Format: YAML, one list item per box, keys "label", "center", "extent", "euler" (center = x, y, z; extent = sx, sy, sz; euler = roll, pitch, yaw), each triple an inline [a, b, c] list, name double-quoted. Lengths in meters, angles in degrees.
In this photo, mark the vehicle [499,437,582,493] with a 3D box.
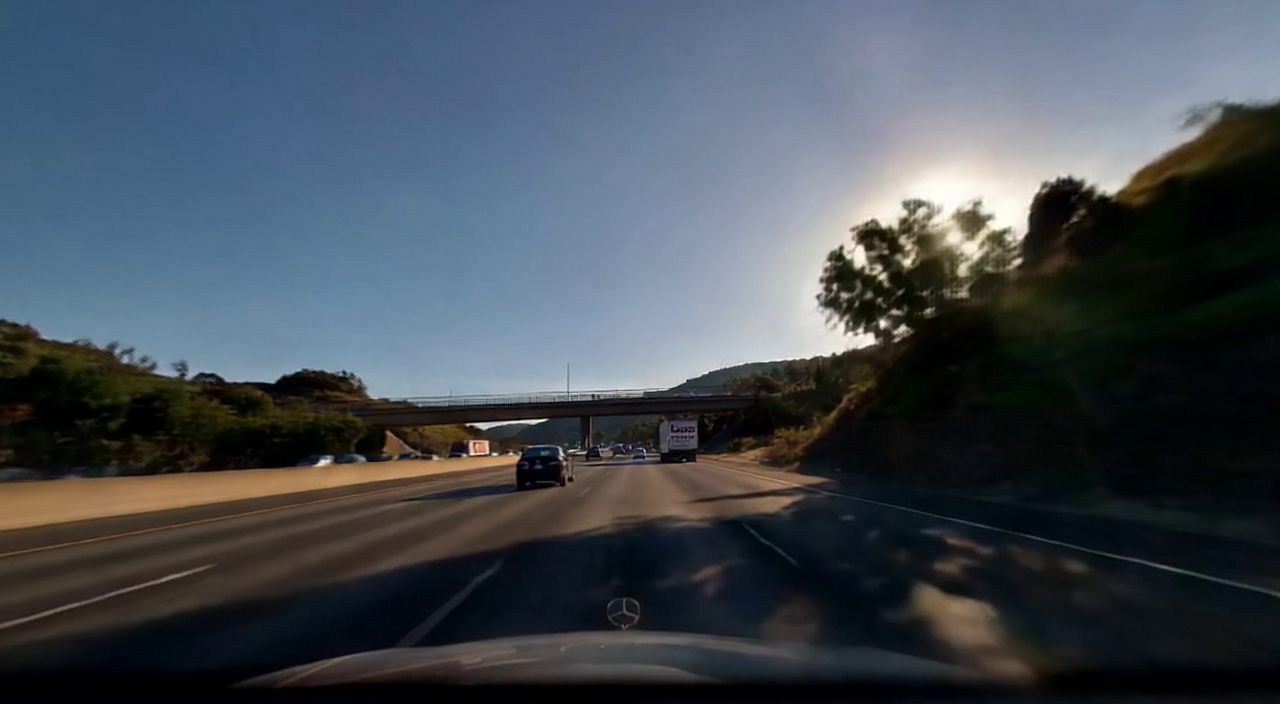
- label: "vehicle"
  center: [-3.161, 3.700, 20.960]
  extent: [2.052, 1.654, 4.303]
  euler: [0, -9, 0]
